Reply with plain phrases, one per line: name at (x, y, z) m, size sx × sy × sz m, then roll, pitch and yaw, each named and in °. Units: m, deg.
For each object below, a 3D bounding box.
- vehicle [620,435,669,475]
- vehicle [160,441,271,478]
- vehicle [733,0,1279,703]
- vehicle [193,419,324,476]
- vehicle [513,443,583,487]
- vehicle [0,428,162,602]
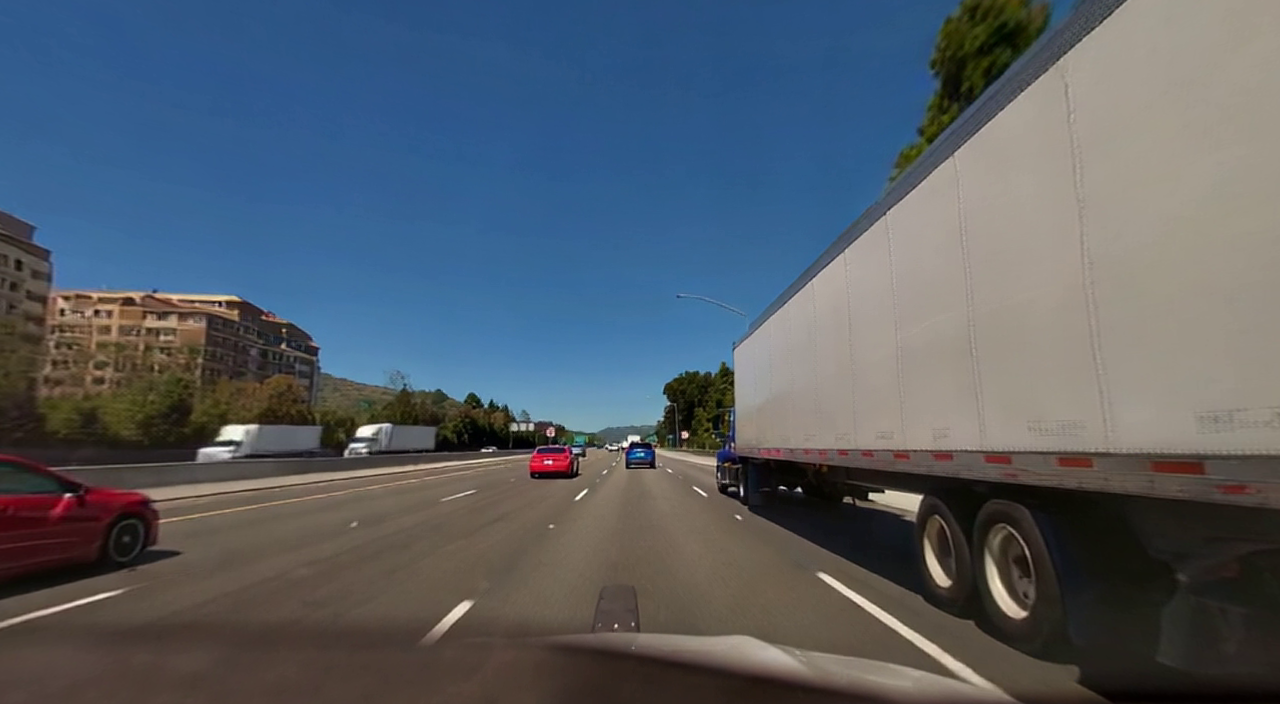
vehicle at (0.184, 4.994, 30.857) m, size 2.203 × 1.805 × 4.358 m, roll 0°, pitch -9°, yaw -1°
vehicle at (-20.106, 5.086, 30.227) m, size 2.082 × 1.605 × 4.641 m, roll 0°, pitch -9°, yaw 0°
vehicle at (3.716, 0.417, 7.885) m, size 2.876 × 4.086 × 15.117 m, roll 0°, pitch -9°, yaw 0°
vehicle at (-23.940, 6.108, 40.405) m, size 3.070 × 3.247 × 8.603 m, roll 0°, pitch -9°, yaw -1°
vehicle at (-3.143, 3.968, 22.517) m, size 1.864 × 1.406 × 4.544 m, roll 0°, pitch -9°, yaw 0°
vehicle at (-6.471, 1.301, 4.823) m, size 2.053 × 1.464 × 4.600 m, roll 0°, pitch -9°, yaw 0°
